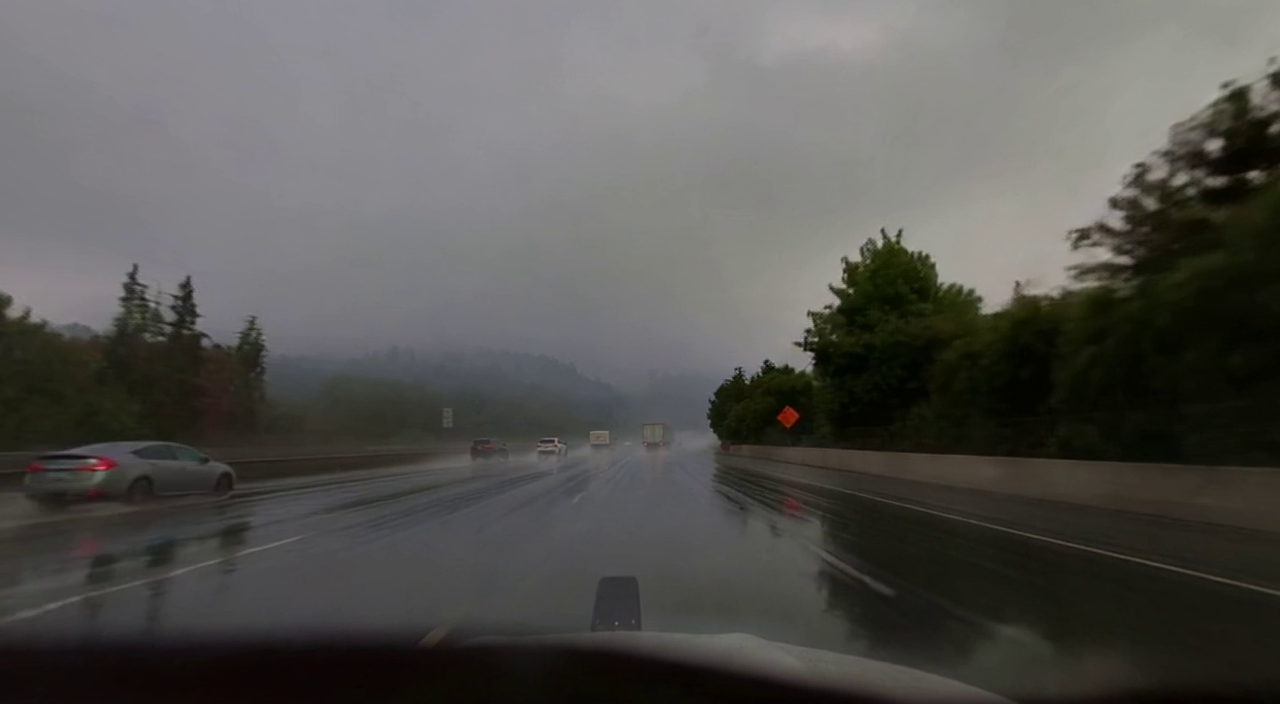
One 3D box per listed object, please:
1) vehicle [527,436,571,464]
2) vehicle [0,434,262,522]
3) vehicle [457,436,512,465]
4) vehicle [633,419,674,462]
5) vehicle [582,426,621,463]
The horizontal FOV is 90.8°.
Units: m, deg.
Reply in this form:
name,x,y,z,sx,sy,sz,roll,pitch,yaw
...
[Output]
name,x,y,z,sx,sy,sz,roll,pitch,yaw
vehicle,-6.336,6.931,44.739,2.206,1.838,4.889,0,-8,3
vehicle,-10.217,2.456,12.977,1.952,1.457,4.689,0,-8,0
vehicle,-10.112,6.448,41.462,2.080,1.777,5.450,0,-8,2
vehicle,0.989,6.500,46.573,2.768,2.854,6.757,1,-8,1
vehicle,-2.737,6.764,46.052,2.328,2.519,5.238,0,-8,2
